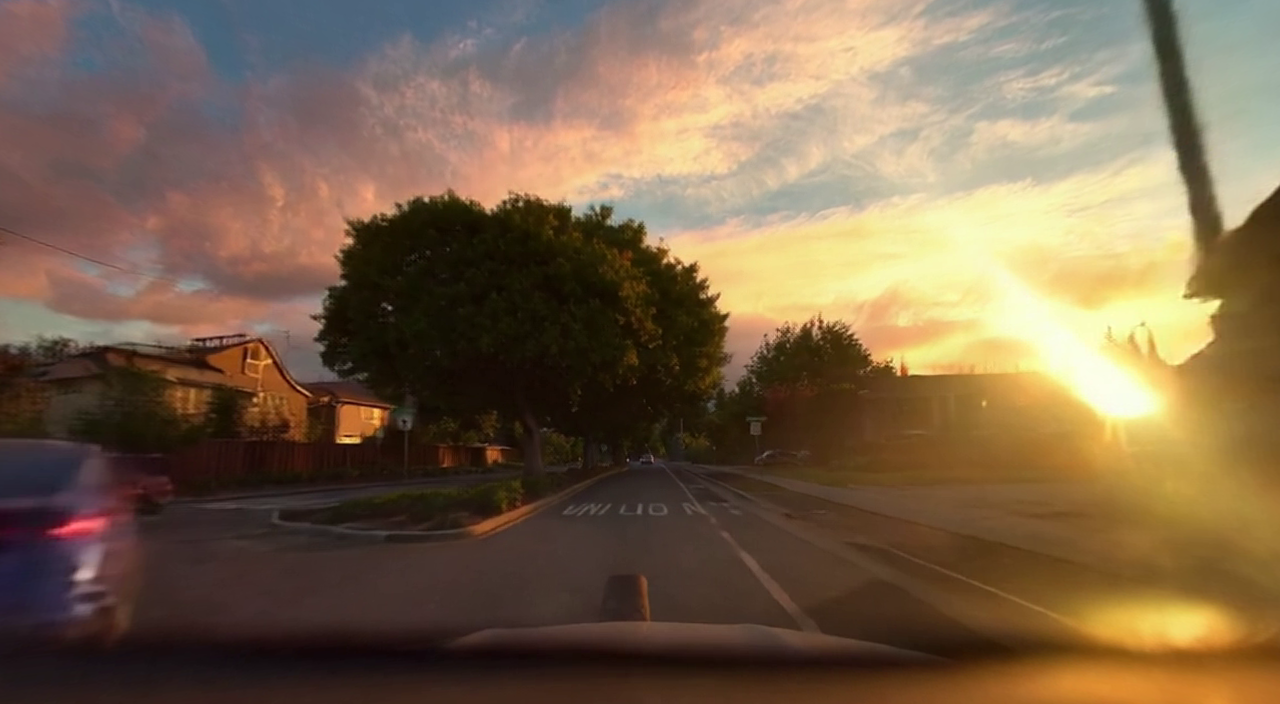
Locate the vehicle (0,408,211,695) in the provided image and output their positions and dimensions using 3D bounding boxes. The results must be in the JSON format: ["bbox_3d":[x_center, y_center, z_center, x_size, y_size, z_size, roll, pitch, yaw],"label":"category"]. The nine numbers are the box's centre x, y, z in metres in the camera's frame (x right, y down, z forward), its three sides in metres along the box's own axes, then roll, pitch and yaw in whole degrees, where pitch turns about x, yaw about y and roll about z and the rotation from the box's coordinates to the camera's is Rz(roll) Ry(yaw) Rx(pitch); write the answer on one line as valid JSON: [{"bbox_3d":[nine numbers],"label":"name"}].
[{"bbox_3d":[-5.246,1.410,5.243,2.290,1.653,4.127,5,-10,-29],"label":"vehicle"}]
